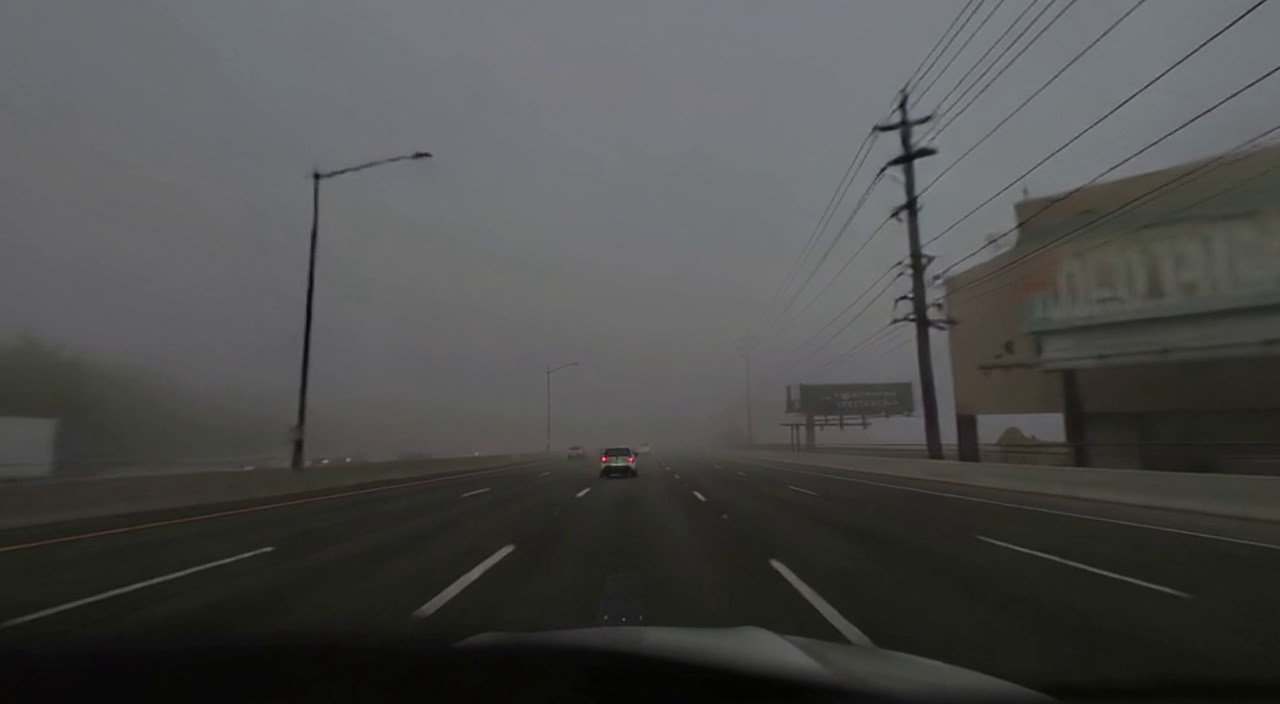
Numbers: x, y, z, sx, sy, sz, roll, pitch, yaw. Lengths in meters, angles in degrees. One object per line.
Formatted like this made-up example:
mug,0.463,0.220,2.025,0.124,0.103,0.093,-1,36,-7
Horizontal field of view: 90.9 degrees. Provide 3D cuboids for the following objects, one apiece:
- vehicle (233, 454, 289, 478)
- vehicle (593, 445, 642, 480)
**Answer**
vehicle,-23.549,7.079,39.291,1.465,1.347,3.309,0,-8,0
vehicle,-0.922,4.925,28.411,1.891,1.444,3.968,0,-8,2
